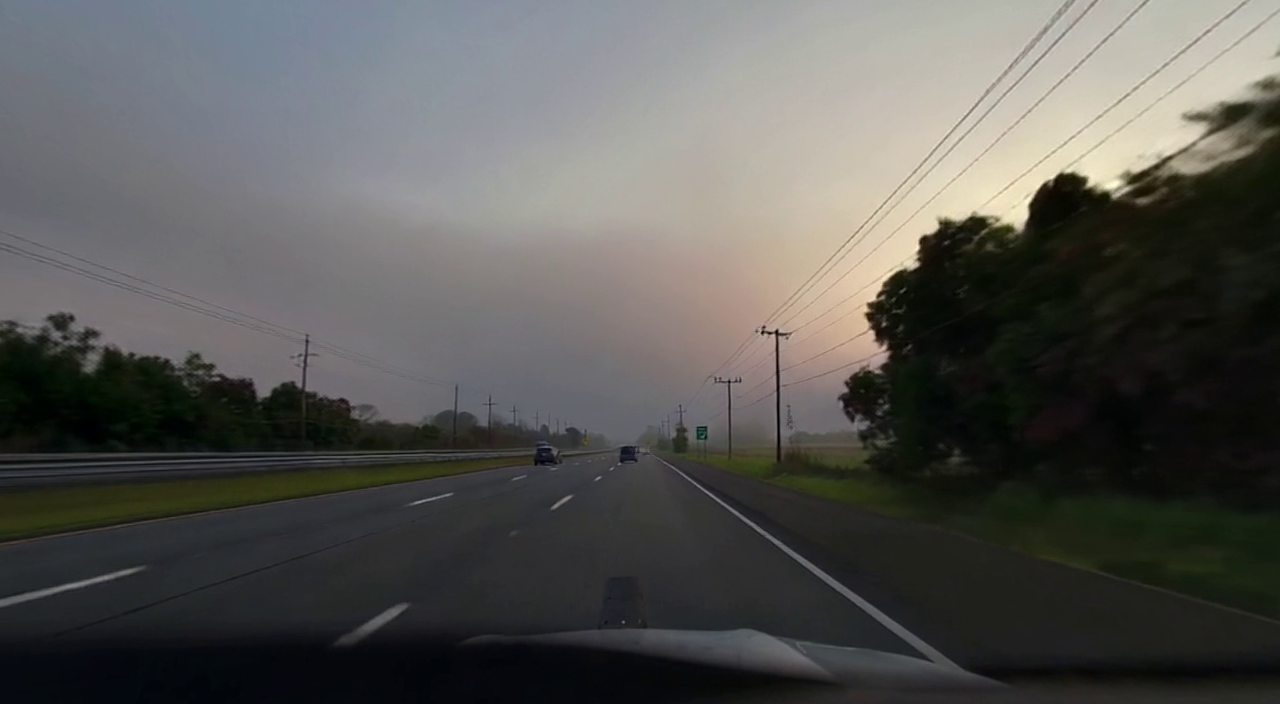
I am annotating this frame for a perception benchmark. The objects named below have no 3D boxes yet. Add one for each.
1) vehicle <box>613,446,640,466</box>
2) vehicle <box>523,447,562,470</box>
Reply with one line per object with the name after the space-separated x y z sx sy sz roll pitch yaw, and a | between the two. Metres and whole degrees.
-0.985 8.074 48.856 1.968 1.462 3.937 0 -9 1 | vehicle
-6.501 7.123 42.348 1.911 1.491 3.624 -1 -9 2 | vehicle
